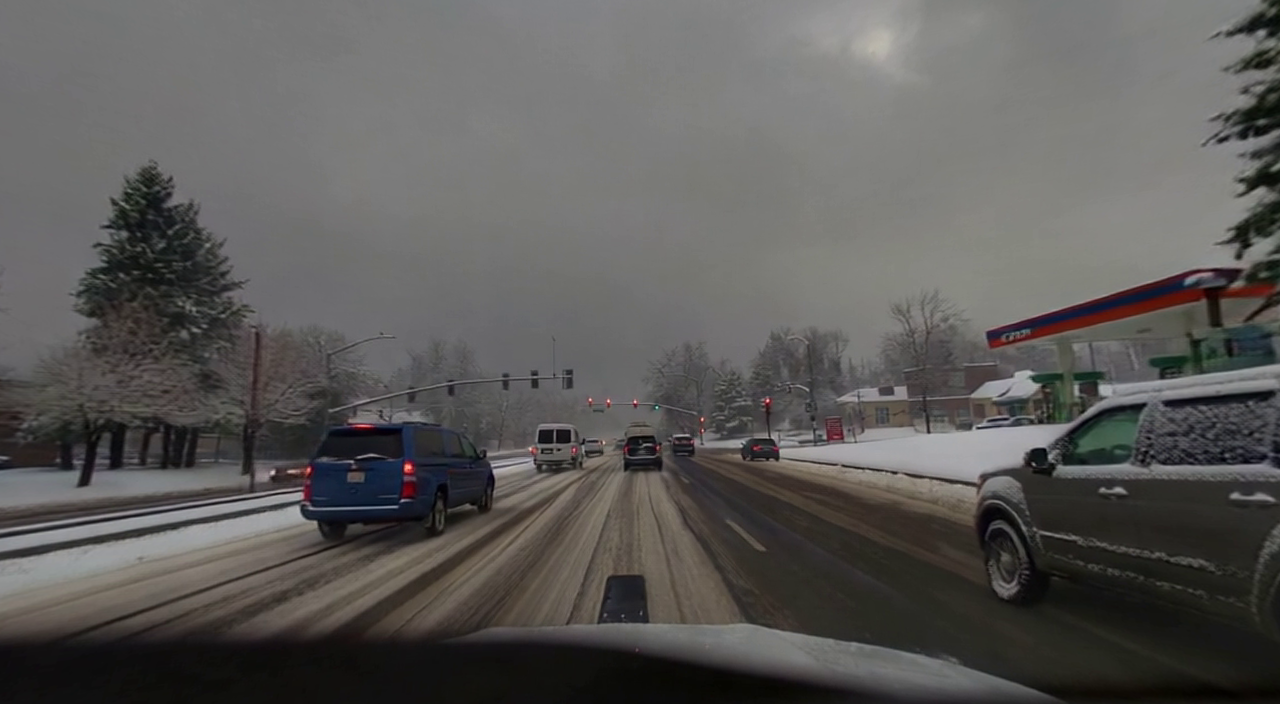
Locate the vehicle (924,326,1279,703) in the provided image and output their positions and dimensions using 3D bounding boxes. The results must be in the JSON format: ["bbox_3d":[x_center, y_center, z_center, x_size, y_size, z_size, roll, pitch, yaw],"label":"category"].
[{"bbox_3d":[3.751,0.939,3.621,2.055,1.786,4.817,0,-8,1],"label":"vehicle"}]

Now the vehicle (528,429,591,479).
[{"bbox_3d":[-3.386,4.392,27.299,2.025,1.936,4.995,0,-9,1],"label":"vehicle"}]

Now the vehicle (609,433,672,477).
[{"bbox_3d":[0.021,4.410,27.145,2.426,1.703,5.602,0,-8,0],"label":"vehicle"}]

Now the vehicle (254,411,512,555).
[{"bbox_3d":[-3.680,1.989,10.323,2.002,1.747,5.173,0,-8,0],"label":"vehicle"}]

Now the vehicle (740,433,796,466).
[{"bbox_3d":[6.935,5.328,34.469,2.119,1.696,4.623,0,-8,1],"label":"vehicle"}]

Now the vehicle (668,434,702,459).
[{"bbox_3d":[3.362,7.218,48.072,2.193,1.795,5.130,0,-8,-1],"label":"vehicle"}]
